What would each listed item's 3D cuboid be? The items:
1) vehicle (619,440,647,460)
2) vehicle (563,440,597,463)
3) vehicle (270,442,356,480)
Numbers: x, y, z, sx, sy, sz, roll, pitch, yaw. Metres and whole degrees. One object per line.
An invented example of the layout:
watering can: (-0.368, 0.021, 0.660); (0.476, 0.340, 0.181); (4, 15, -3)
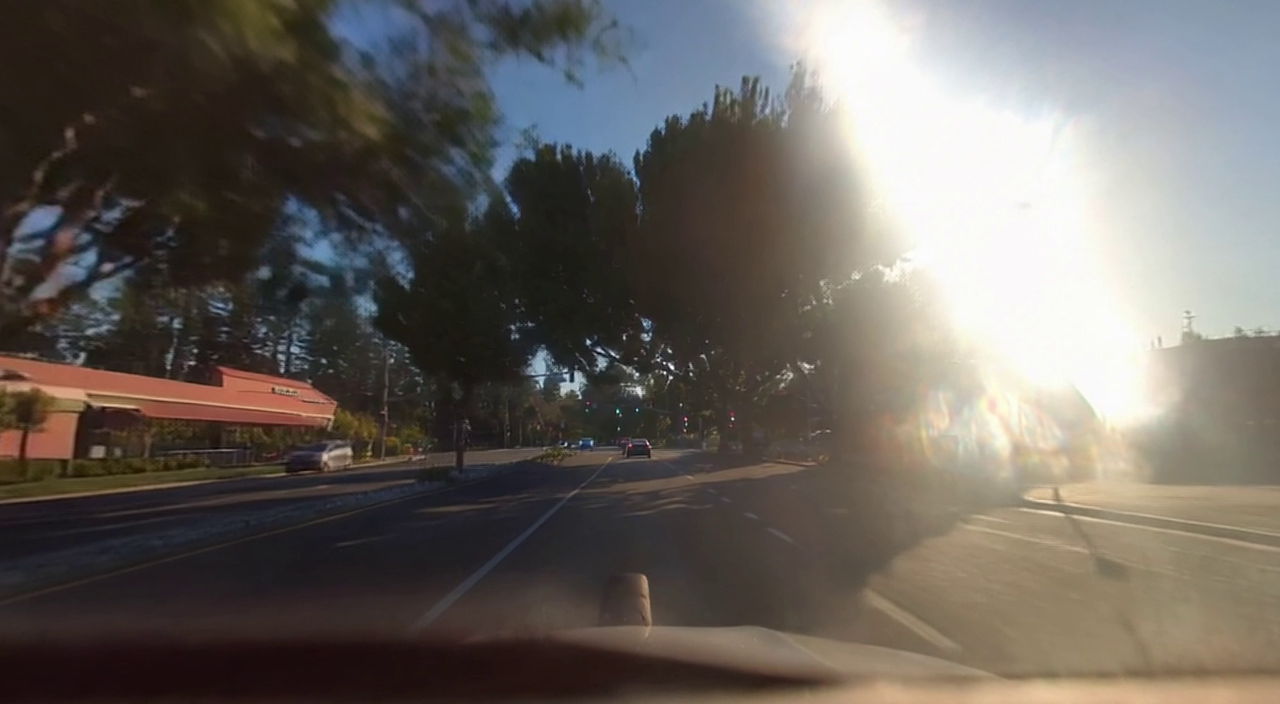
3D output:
vehicle: (-0.582, 7.582, 48.972); (2.066, 1.482, 3.923); (0, -9, -1)
vehicle: (-3.999, 6.706, 42.673); (1.942, 1.497, 4.561); (0, -9, -1)
vehicle: (-15.794, 5.256, 30.749); (1.834, 1.694, 4.405); (0, -8, 0)
